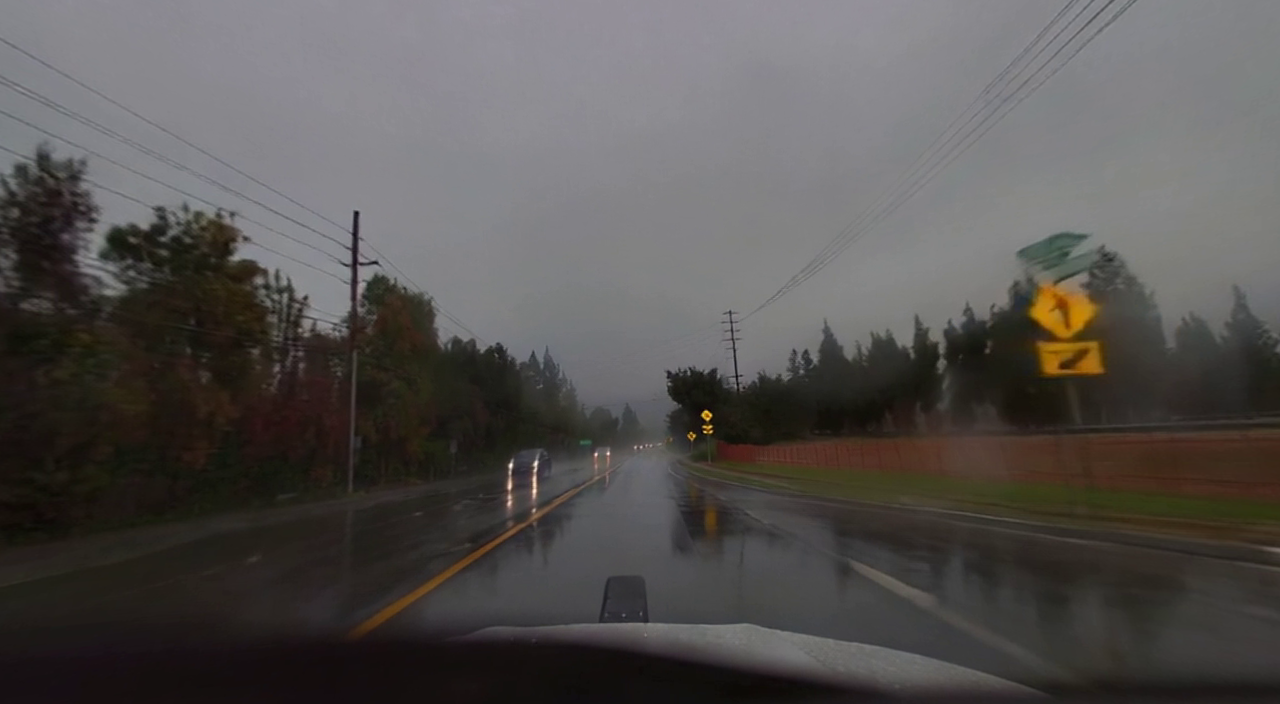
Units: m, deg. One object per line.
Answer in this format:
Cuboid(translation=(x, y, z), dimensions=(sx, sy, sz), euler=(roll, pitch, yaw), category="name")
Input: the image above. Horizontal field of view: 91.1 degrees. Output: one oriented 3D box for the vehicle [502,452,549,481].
Cuboid(translation=(-7.353, 7.404, 40.787), dimensions=(2.140, 1.621, 4.776), euler=(-3, -9, 0), category="vehicle")
